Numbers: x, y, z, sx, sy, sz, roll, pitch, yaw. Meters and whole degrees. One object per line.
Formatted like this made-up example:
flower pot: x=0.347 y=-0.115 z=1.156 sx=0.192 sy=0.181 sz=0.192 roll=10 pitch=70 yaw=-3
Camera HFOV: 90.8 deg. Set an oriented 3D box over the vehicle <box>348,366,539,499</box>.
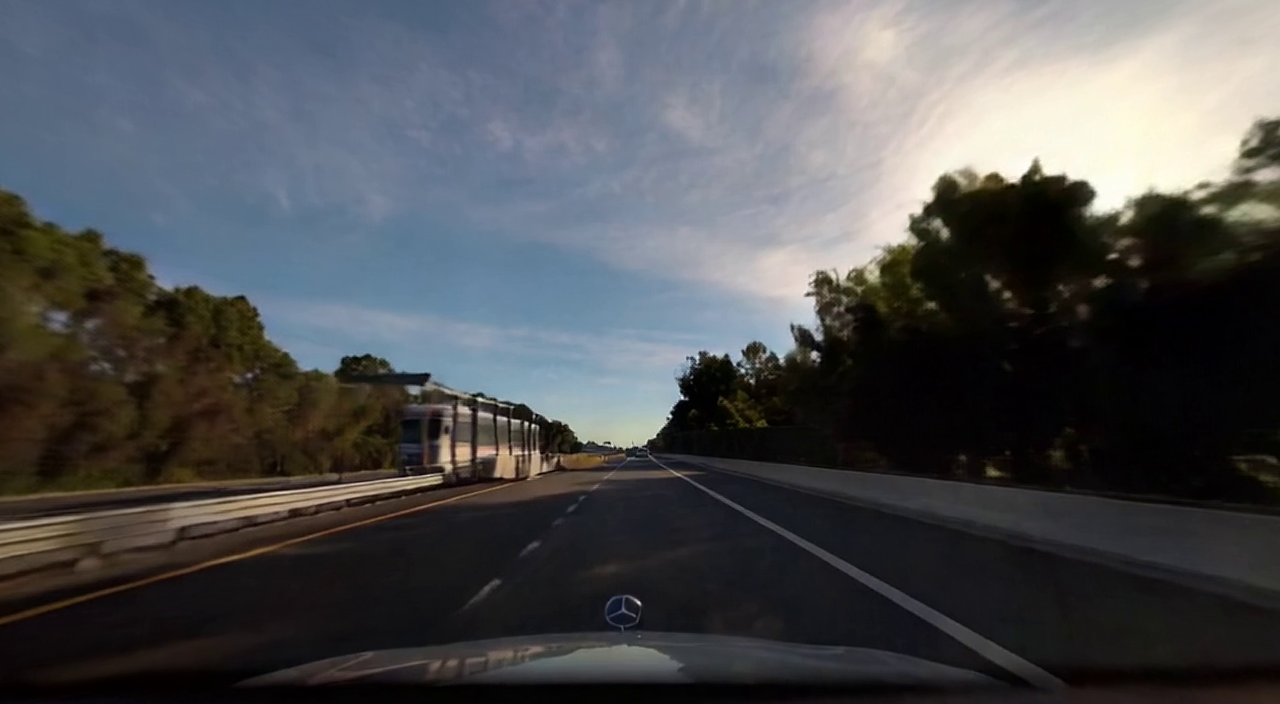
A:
vehicle: x=-6.640 y=3.347 z=24.890 sx=2.939 sy=3.731 sz=14.269 roll=0 pitch=-9 yaw=0
